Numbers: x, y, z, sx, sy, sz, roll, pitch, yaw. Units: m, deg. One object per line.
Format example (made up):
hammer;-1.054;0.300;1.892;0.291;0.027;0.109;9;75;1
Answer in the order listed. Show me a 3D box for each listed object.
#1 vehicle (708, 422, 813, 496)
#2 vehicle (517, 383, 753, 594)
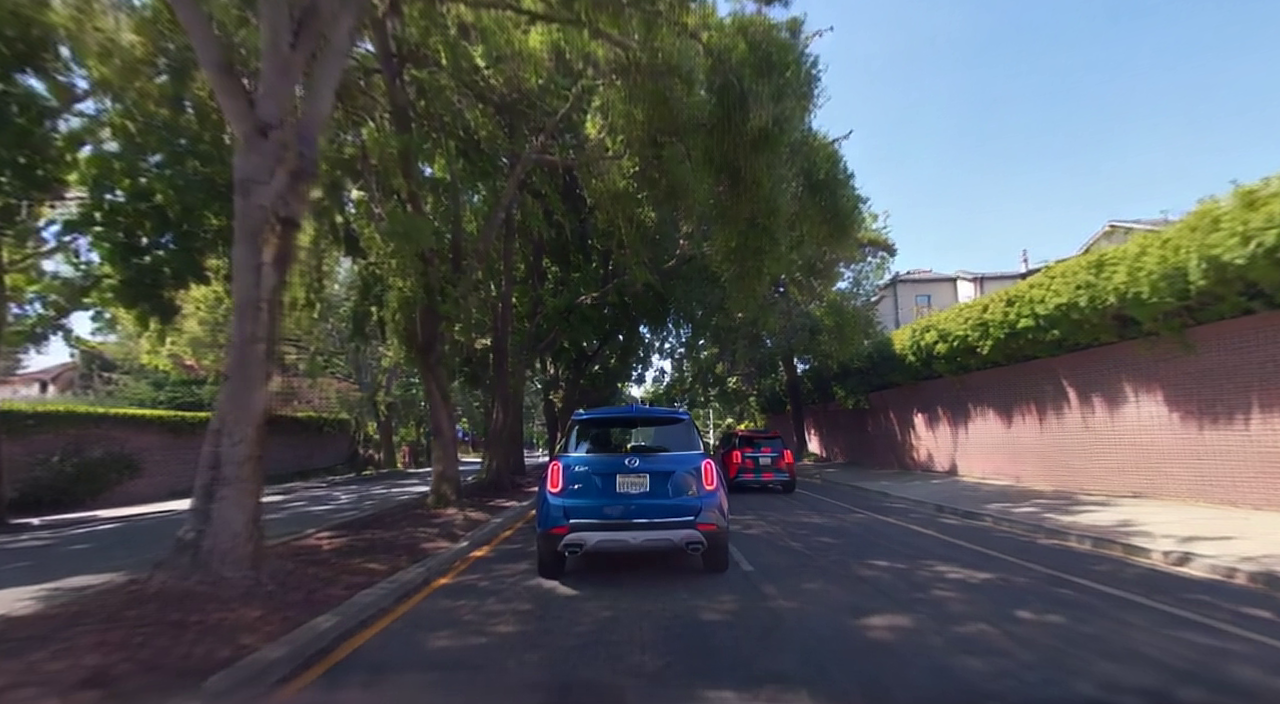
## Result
vehicle;3.052;2.827;16.874;1.840;1.709;4.202;0;-9;-2
vehicle;-0.081;1.388;6.978;1.984;1.777;3.148;0;-9;-2
